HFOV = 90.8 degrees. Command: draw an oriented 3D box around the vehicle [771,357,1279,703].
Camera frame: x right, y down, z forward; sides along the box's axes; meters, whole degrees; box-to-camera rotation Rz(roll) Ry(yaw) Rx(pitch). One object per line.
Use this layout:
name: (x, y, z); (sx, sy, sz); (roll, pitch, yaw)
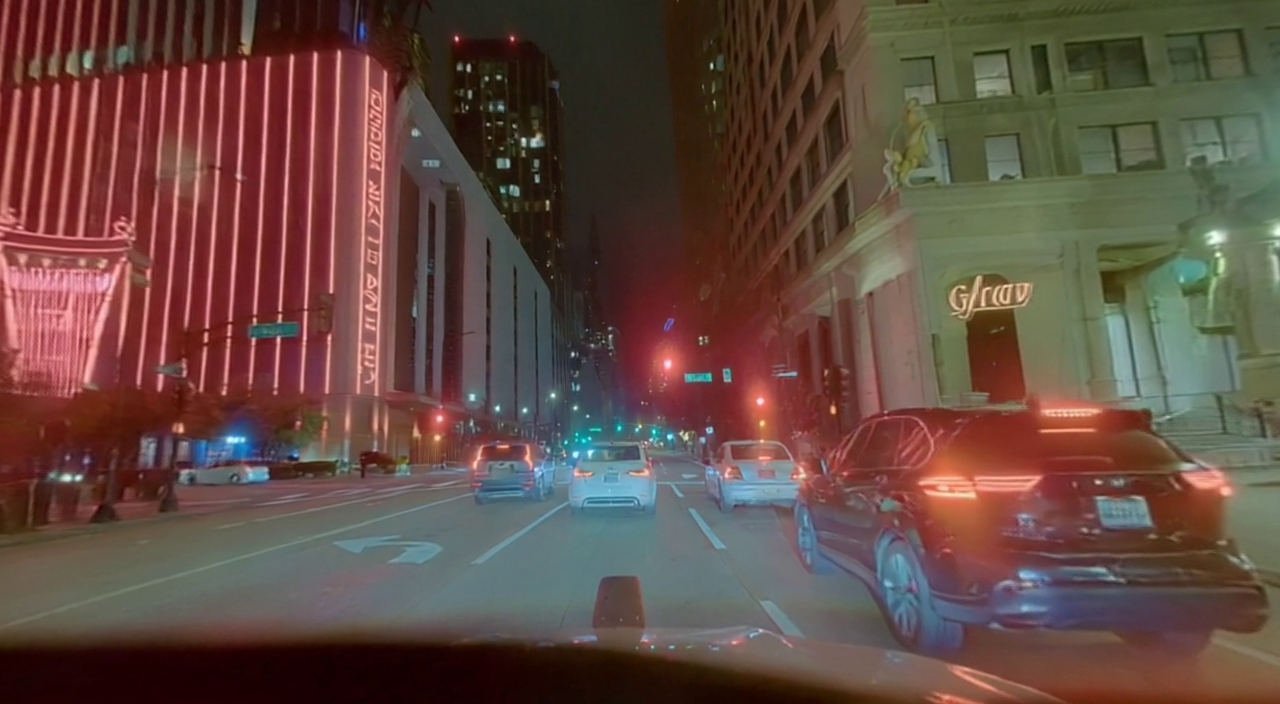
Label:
vehicle: (2.647, 1.234, 5.282); (2.096, 1.775, 4.440); (0, -9, -1)

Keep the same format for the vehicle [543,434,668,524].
vehicle: (-0.610, 2.443, 12.700); (2.096, 1.492, 4.071); (0, -9, -1)

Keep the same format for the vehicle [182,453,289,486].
vehicle: (-22.954, 6.647, 36.044); (4.612, 1.752, 1.953); (2, -9, -15)

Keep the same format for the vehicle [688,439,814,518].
vehicle: (2.243, 2.701, 14.047); (1.943, 1.449, 4.202); (0, -9, -1)

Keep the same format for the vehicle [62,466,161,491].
vehicle: (-32.308, 7.722, 38.681); (4.392, 1.427, 1.764); (0, -9, -1)

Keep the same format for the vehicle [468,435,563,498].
vehicle: (-3.573, 3.388, 19.143); (2.045, 1.633, 4.864); (0, -9, -2)
